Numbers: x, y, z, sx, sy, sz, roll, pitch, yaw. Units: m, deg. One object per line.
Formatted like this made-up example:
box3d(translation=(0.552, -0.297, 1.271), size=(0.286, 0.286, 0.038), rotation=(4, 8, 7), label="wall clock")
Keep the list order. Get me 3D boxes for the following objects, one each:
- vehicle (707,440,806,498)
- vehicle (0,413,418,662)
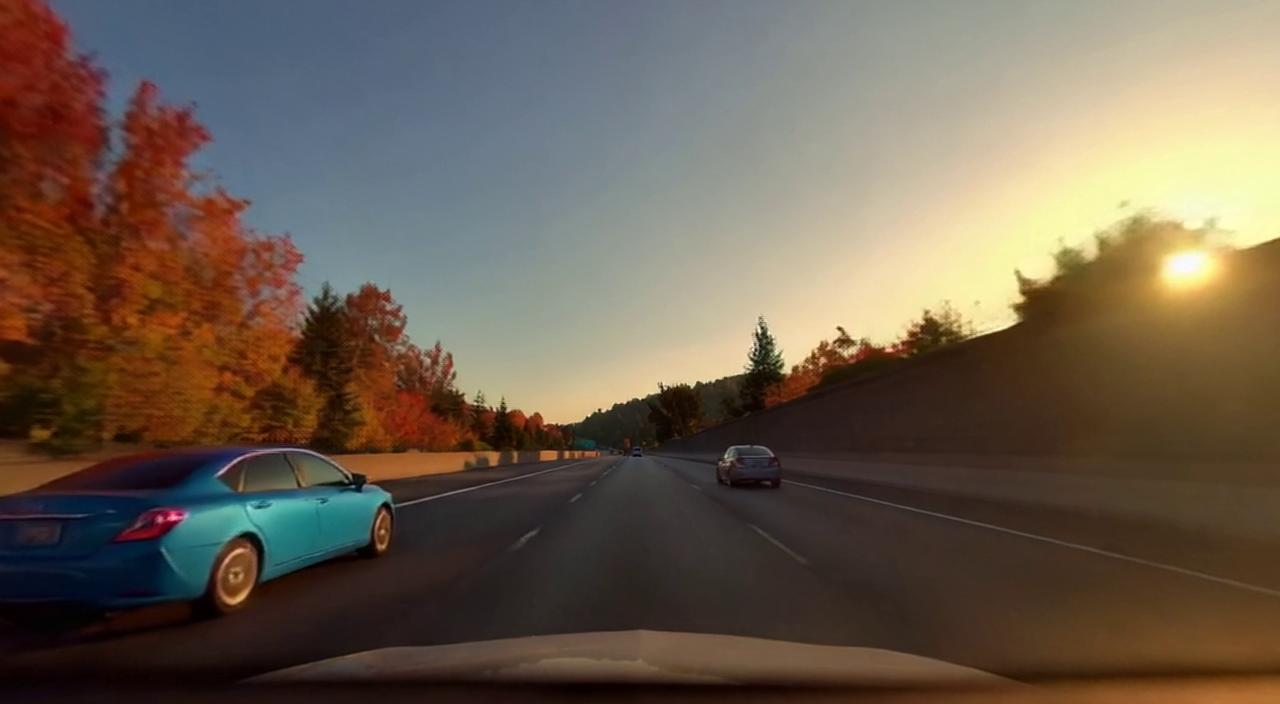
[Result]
box3d(translation=(3.483, 3.609, 19.831), size=(2.146, 1.573, 4.661), rotation=(0, -9, -1), label="vehicle")
box3d(translation=(-4.010, 1.498, 6.210), size=(2.010, 1.550, 4.376), rotation=(0, -9, 0), label="vehicle")
